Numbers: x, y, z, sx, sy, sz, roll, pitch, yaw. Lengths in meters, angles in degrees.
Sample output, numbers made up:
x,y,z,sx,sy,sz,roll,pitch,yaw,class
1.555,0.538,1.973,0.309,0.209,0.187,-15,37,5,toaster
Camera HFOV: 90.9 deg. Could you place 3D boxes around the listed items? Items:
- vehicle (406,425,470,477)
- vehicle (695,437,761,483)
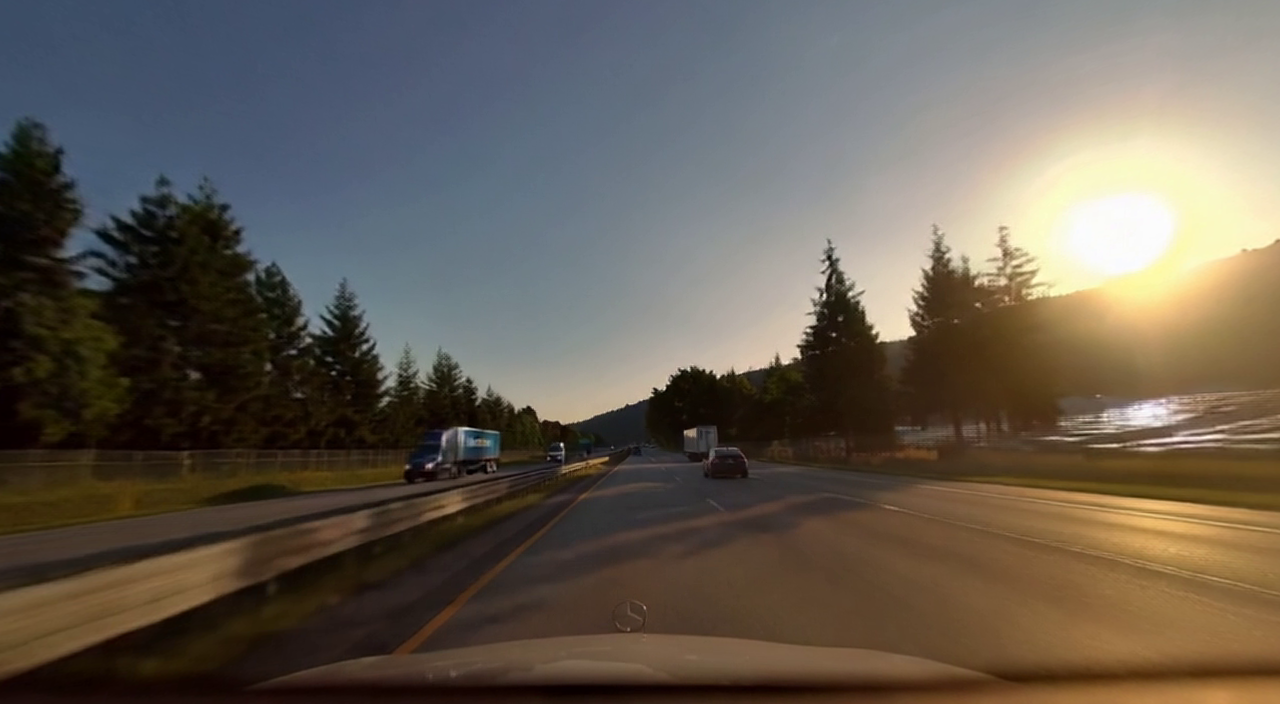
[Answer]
x,y,z,sx,sy,sz,roll,pitch,yaw,class
-15.752,7.755,49.595,3.060,3.798,5.974,0,-9,-1,vehicle
3.583,4.517,26.469,2.093,1.742,4.167,0,-9,-1,vehicle
